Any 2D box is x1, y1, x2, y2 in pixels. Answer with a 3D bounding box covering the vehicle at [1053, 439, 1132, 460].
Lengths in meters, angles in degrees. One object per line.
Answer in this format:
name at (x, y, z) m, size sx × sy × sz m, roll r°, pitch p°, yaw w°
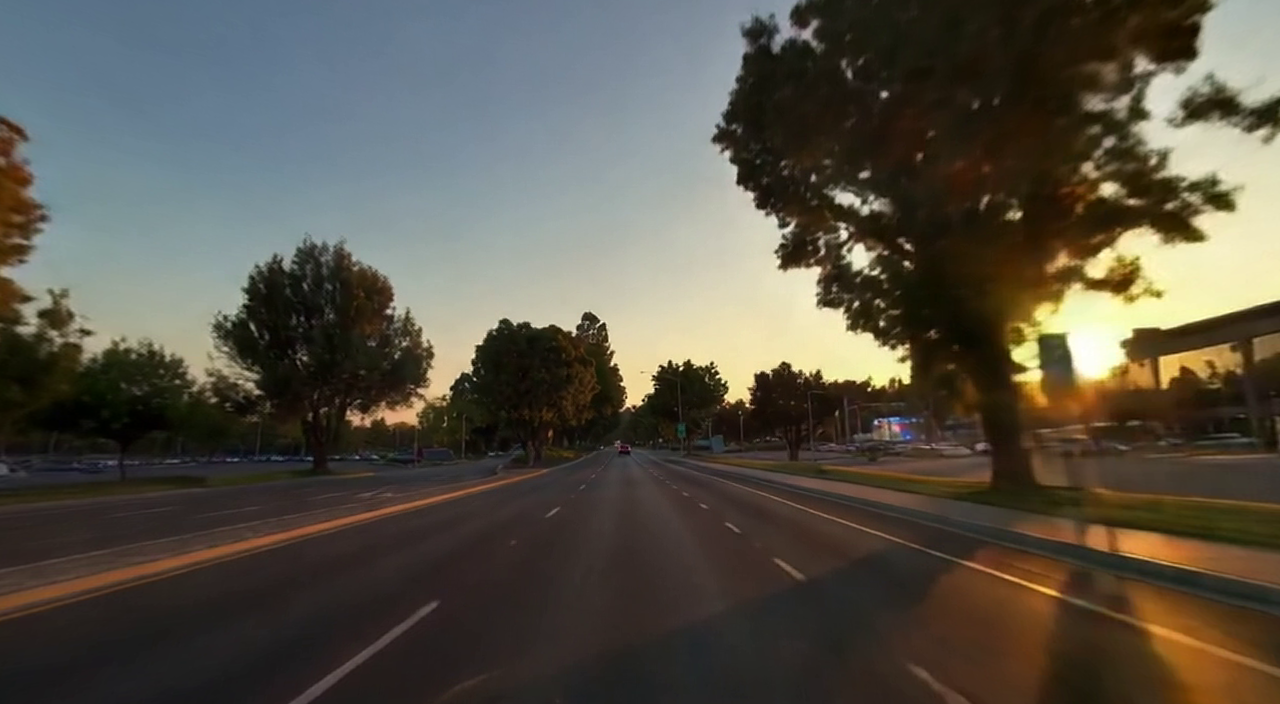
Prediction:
vehicle at (32.688, 7.023, 45.677) m, size 4.210 × 1.450 × 1.885 m, roll 0°, pitch -8°, yaw 0°
